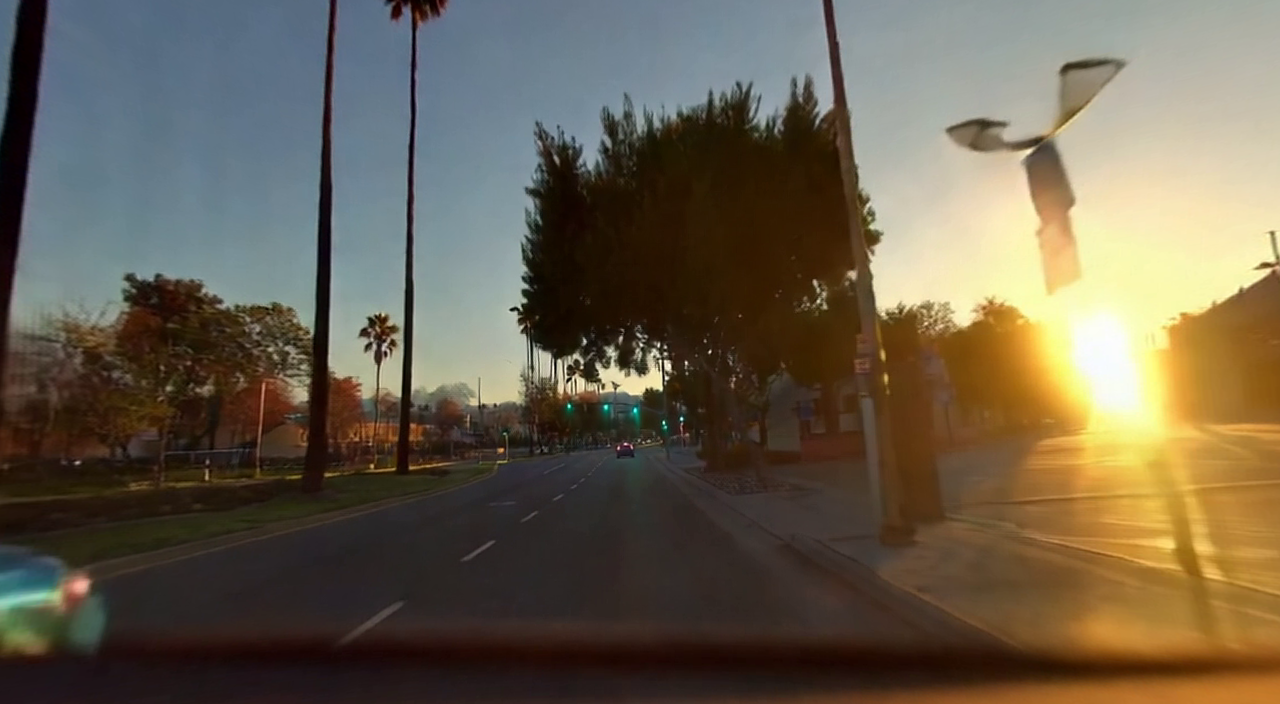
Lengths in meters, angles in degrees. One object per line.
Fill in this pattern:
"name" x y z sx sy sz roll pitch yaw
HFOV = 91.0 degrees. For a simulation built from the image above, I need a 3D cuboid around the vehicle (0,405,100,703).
"vehicle" -3.495 0.677 0.477 2.160 1.497 4.573 0 -8 -1
